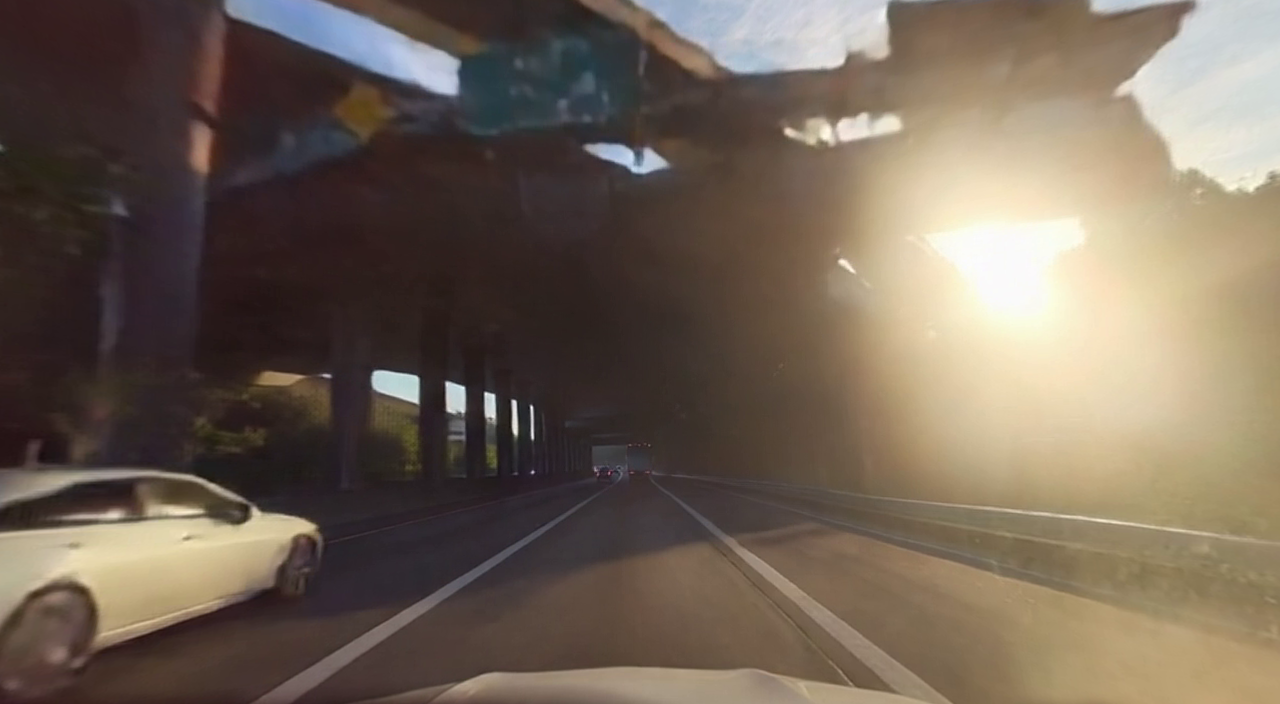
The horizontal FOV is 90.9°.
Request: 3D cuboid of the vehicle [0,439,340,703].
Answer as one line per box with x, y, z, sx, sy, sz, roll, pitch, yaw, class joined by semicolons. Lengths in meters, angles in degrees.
-4.292;1.398;4.417;1.950;1.460;4.812;0;-10;1;vehicle
